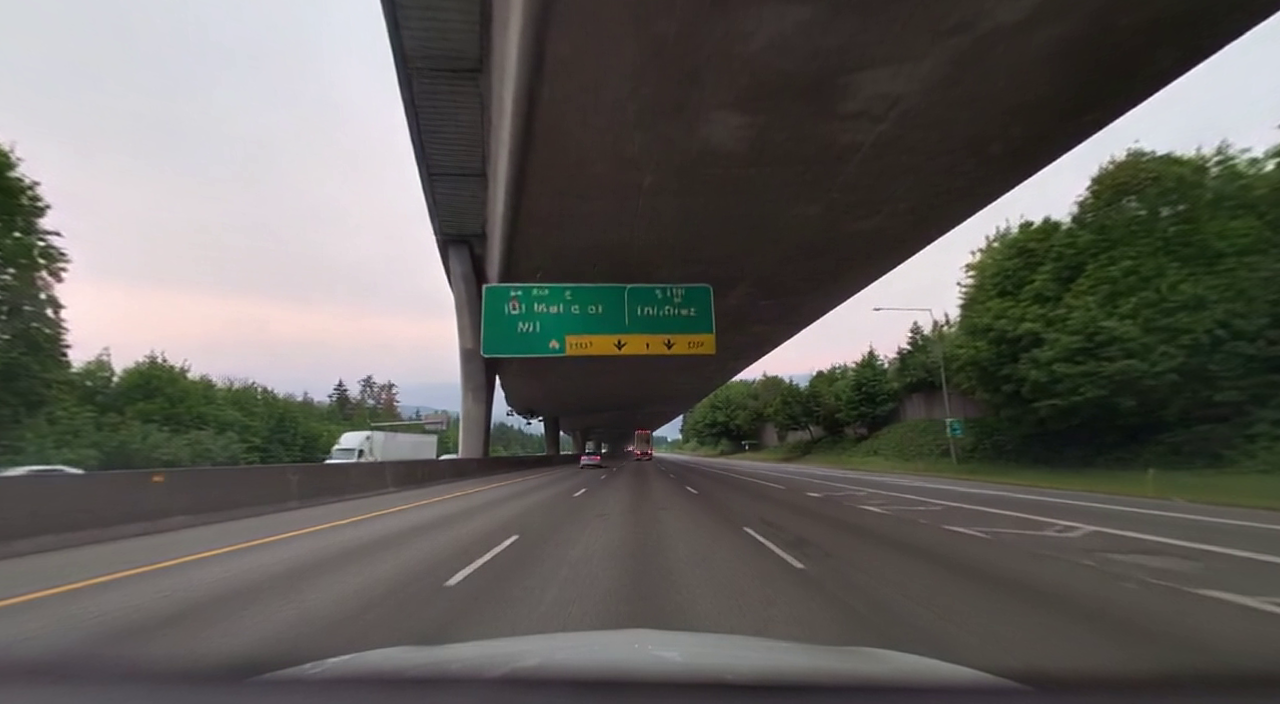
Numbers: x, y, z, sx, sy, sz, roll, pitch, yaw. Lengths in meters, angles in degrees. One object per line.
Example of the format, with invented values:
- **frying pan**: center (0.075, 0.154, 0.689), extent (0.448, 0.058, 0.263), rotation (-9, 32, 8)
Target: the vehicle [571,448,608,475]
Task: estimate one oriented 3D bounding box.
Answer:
- **vehicle**: center (-3.367, 7.413, 43.001), extent (2.160, 1.724, 4.997), rotation (0, -9, 0)
